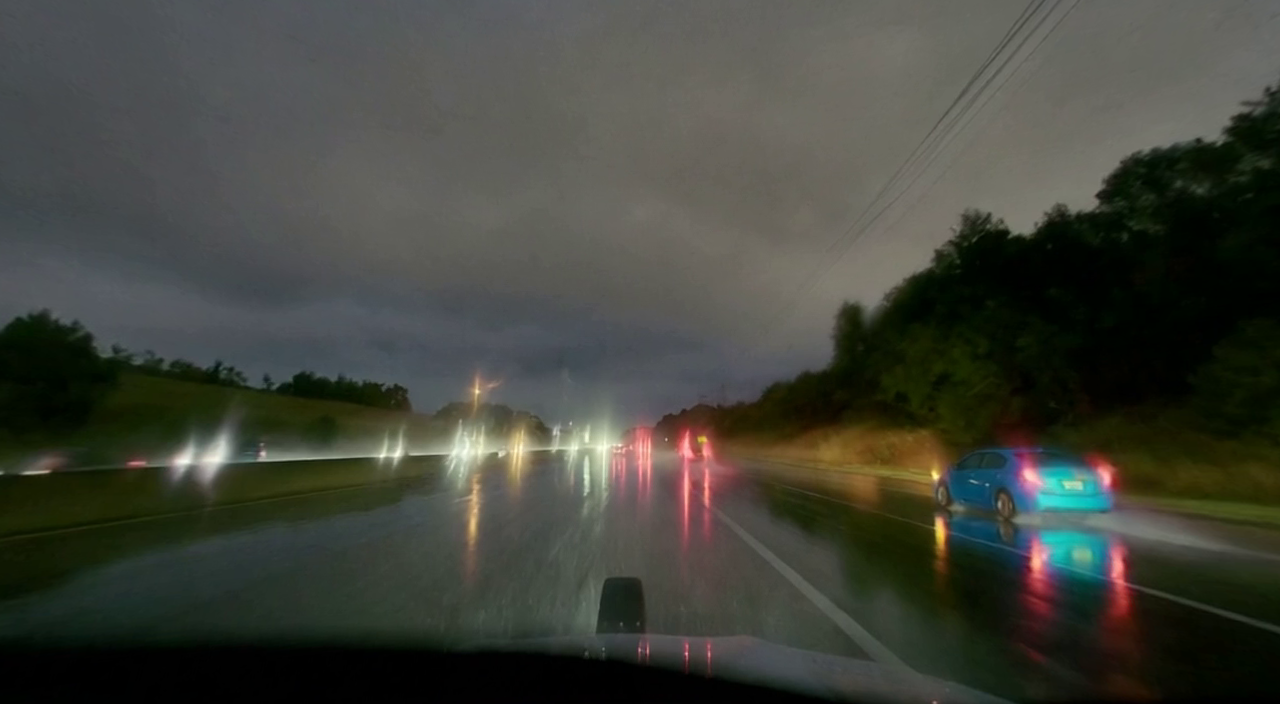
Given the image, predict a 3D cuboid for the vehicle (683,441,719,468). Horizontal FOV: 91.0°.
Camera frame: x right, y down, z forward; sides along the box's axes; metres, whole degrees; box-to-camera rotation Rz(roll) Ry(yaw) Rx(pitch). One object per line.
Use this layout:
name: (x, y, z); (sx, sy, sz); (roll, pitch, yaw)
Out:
vehicle: (4.265, 7.288, 44.787); (2.159, 1.782, 4.673); (0, -8, 1)

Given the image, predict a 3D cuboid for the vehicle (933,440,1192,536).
vehicle: (8.128, 2.617, 12.876); (1.970, 1.545, 4.818); (0, -8, 0)

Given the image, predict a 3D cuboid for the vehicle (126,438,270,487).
vehicle: (-19.783, 4.936, 28.655); (2.204, 1.959, 5.810); (0, -8, 1)

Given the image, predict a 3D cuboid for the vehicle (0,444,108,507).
vehicle: (-16.467, 3.143, 16.248); (1.795, 1.502, 4.053); (0, -8, 2)
